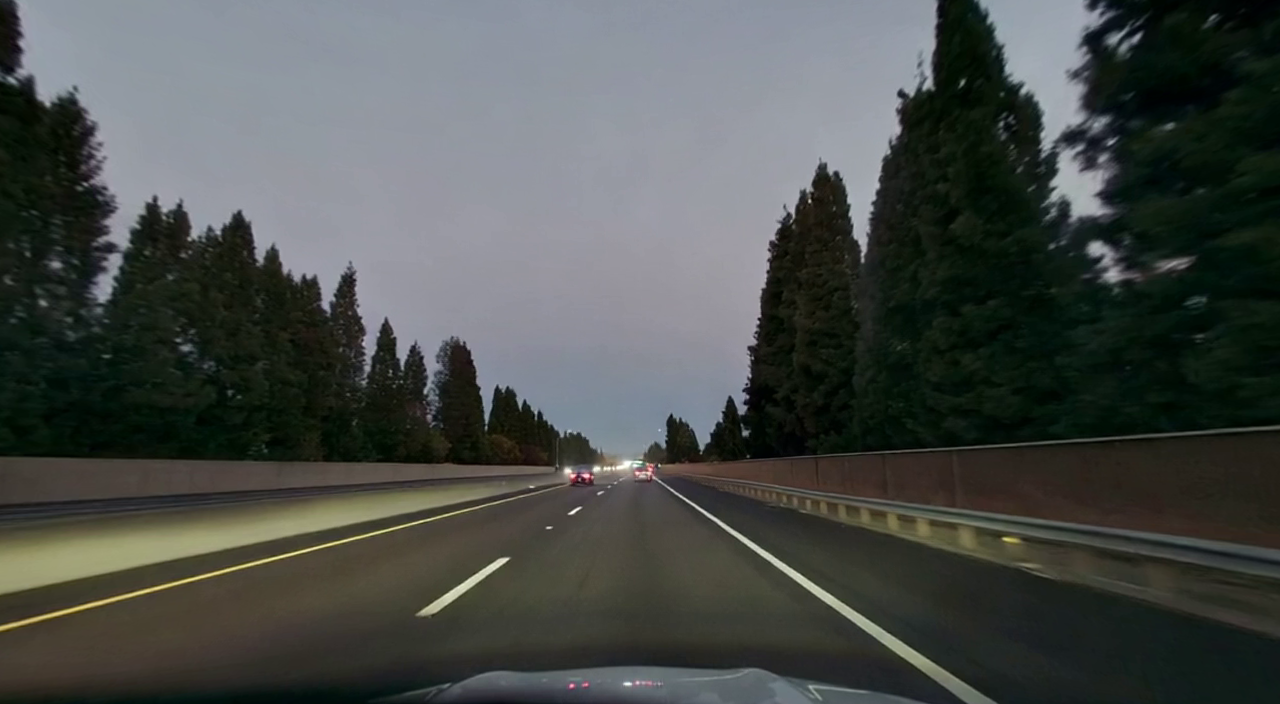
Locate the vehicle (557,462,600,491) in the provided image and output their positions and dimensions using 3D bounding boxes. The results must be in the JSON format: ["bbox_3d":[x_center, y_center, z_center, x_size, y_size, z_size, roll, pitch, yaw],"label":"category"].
[{"bbox_3d":[-3.559,7.355,37.304,2.109,1.532,4.234,1,-11,0],"label":"vehicle"}]
